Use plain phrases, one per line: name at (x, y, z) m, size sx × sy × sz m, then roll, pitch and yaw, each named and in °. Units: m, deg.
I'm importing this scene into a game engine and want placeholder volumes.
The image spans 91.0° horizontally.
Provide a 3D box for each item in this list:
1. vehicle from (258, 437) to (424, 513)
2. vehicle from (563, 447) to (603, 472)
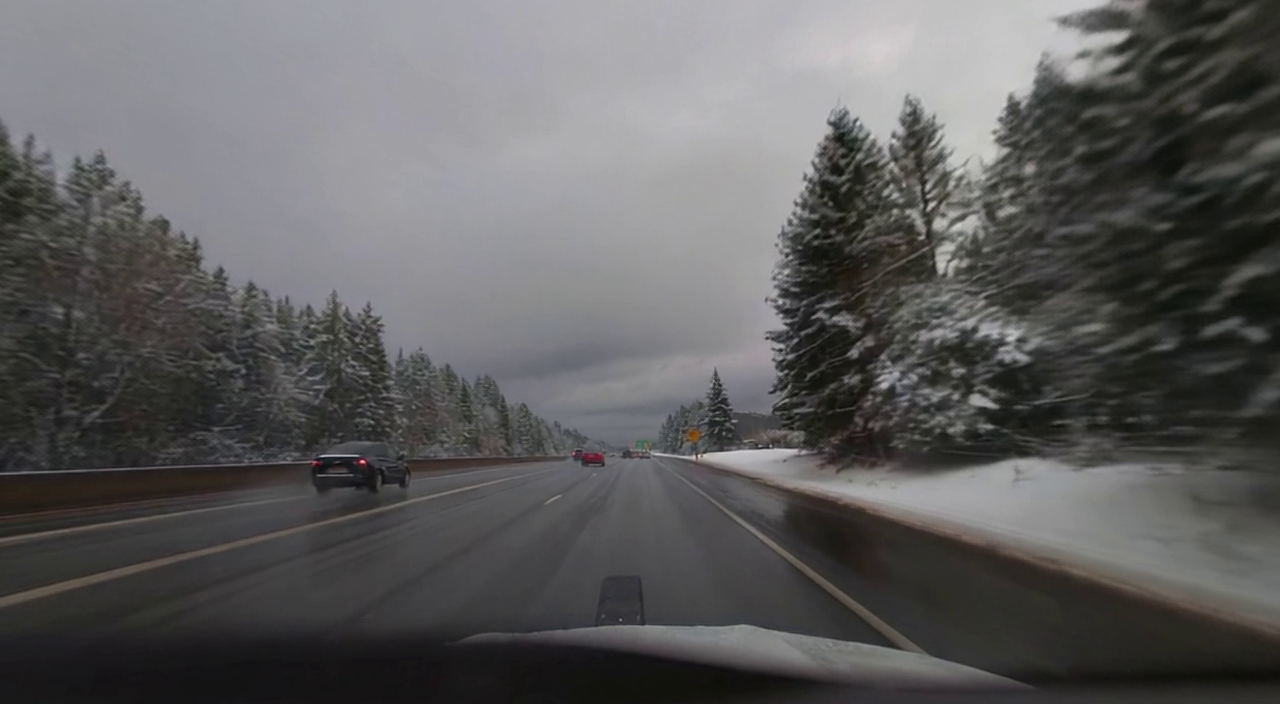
vehicle at (-7.181, 2.965, 15.708) m, size 2.007 × 1.616 × 4.141 m, roll 0°, pitch -9°, yaw 1°
vehicle at (-3.696, 7.020, 41.313) m, size 2.104 × 1.558 × 4.639 m, roll 0°, pitch -9°, yaw 1°
